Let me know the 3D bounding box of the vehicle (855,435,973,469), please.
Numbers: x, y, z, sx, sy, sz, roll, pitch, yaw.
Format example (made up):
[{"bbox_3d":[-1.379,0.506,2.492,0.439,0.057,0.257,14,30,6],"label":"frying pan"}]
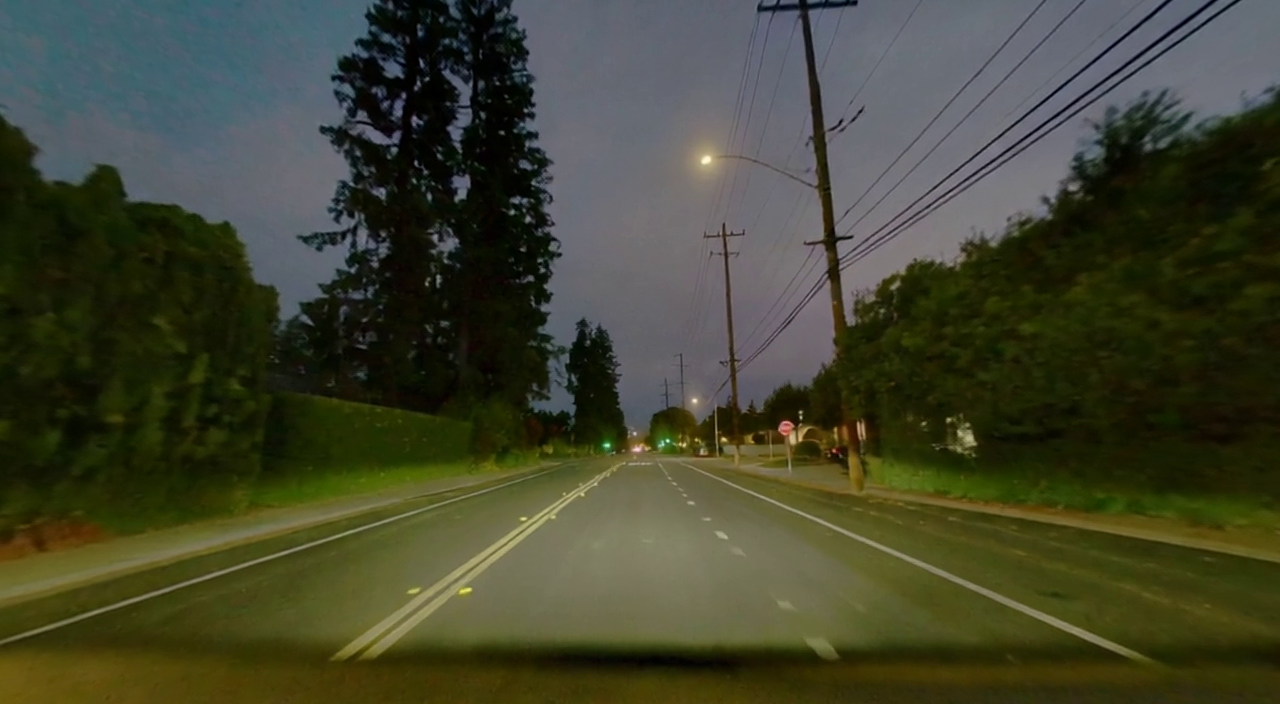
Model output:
[{"bbox_3d":[12.931,4.748,30.000,4.650,1.484,1.929,0,-8,0],"label":"vehicle"}]
